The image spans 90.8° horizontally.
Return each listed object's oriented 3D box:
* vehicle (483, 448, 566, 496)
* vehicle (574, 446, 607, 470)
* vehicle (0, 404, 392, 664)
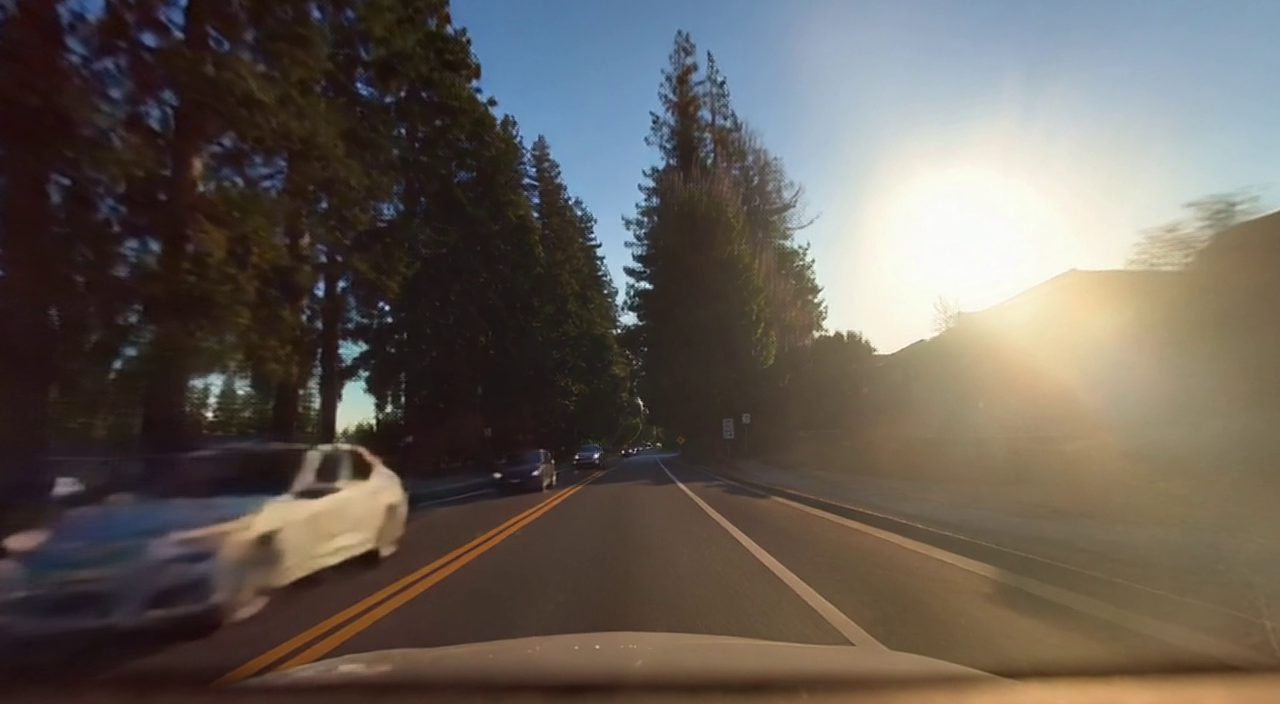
[{"bbox_3d":[-3.941,4.159,22.341,2.031,1.477,4.450,0,-9,1],"label":"vehicle"},{"bbox_3d":[-3.807,8.243,49.381,2.124,1.754,4.791,0,-9,1],"label":"vehicle"},{"bbox_3d":[-4.439,1.534,6.431,1.984,1.705,4.346,0,-9,1],"label":"vehicle"}]
